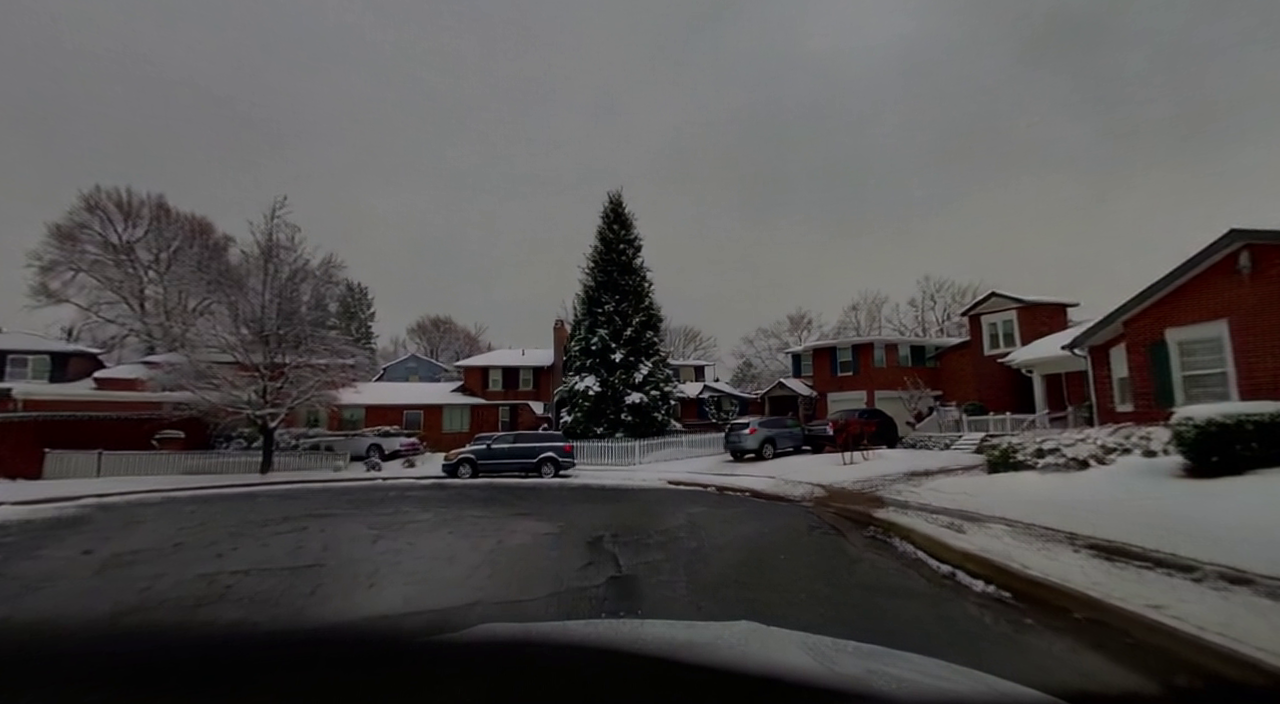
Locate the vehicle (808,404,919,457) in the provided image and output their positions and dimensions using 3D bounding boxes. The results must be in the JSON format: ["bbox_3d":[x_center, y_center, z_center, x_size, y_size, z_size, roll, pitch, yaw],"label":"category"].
[{"bbox_3d":[8.466,2.996,23.704,2.152,1.773,4.495,-8,-12,44],"label":"vehicle"}]

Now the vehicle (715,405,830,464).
[{"bbox_3d":[5.174,3.111,24.284,2.310,1.701,4.280,-7,-4,42],"label":"vehicle"}]

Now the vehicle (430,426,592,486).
[{"bbox_3d":[-4.221,3.449,21.132,4.815,1.827,2.147,-2,-9,11],"label":"vehicle"}]
